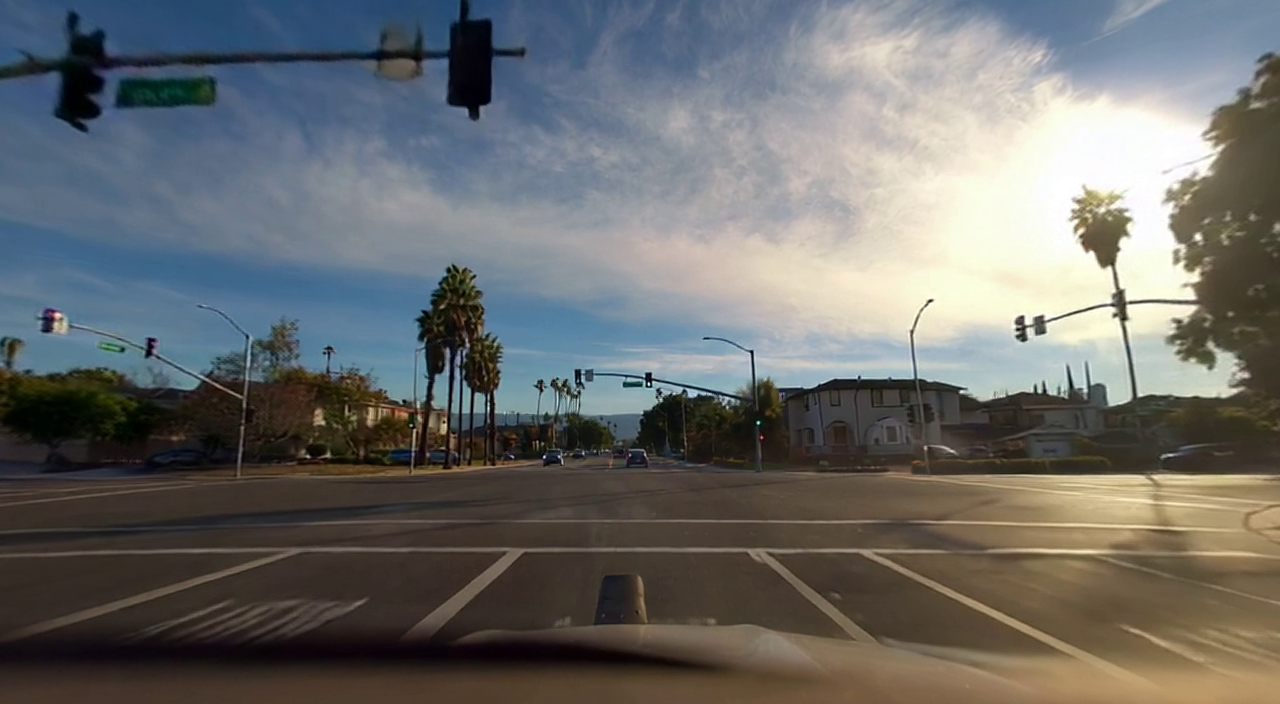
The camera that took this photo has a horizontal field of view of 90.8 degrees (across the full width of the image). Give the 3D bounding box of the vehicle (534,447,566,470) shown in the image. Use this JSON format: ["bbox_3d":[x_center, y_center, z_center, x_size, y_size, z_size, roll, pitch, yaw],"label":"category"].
[{"bbox_3d":[-6.929,8.229,49.097,1.983,1.684,3.938,0,-8,-1],"label":"vehicle"}]

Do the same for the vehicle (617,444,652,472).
[{"bbox_3d":[-0.456,7.486,44.735,2.248,1.833,4.798,0,-8,-3],"label":"vehicle"}]

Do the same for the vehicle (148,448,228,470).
[{"bbox_3d":[-35.695,8.438,49.971,4.887,1.546,1.807,7,-11,-40],"label":"vehicle"}]
